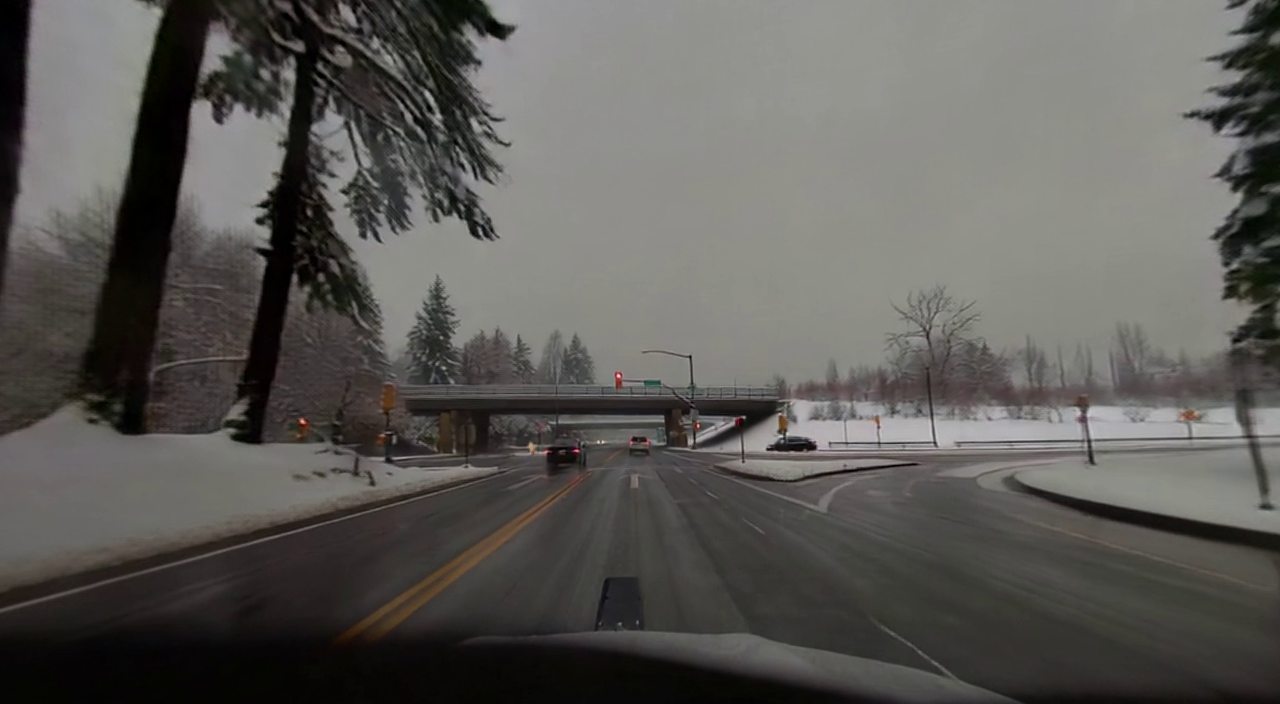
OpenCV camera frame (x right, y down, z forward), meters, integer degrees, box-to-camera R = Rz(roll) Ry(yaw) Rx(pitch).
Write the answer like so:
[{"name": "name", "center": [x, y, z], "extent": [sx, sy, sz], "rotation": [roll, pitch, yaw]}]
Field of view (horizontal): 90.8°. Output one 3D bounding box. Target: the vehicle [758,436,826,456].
[{"name": "vehicle", "center": [11.734, 7.283, 48.944], "extent": [4.691, 1.466, 1.800], "rotation": [1, -9, -6]}]

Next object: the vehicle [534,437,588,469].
[{"name": "vehicle", "center": [-3.835, 4.984, 31.357], "extent": [2.082, 1.472, 4.310], "rotation": [0, -9, 0]}]
